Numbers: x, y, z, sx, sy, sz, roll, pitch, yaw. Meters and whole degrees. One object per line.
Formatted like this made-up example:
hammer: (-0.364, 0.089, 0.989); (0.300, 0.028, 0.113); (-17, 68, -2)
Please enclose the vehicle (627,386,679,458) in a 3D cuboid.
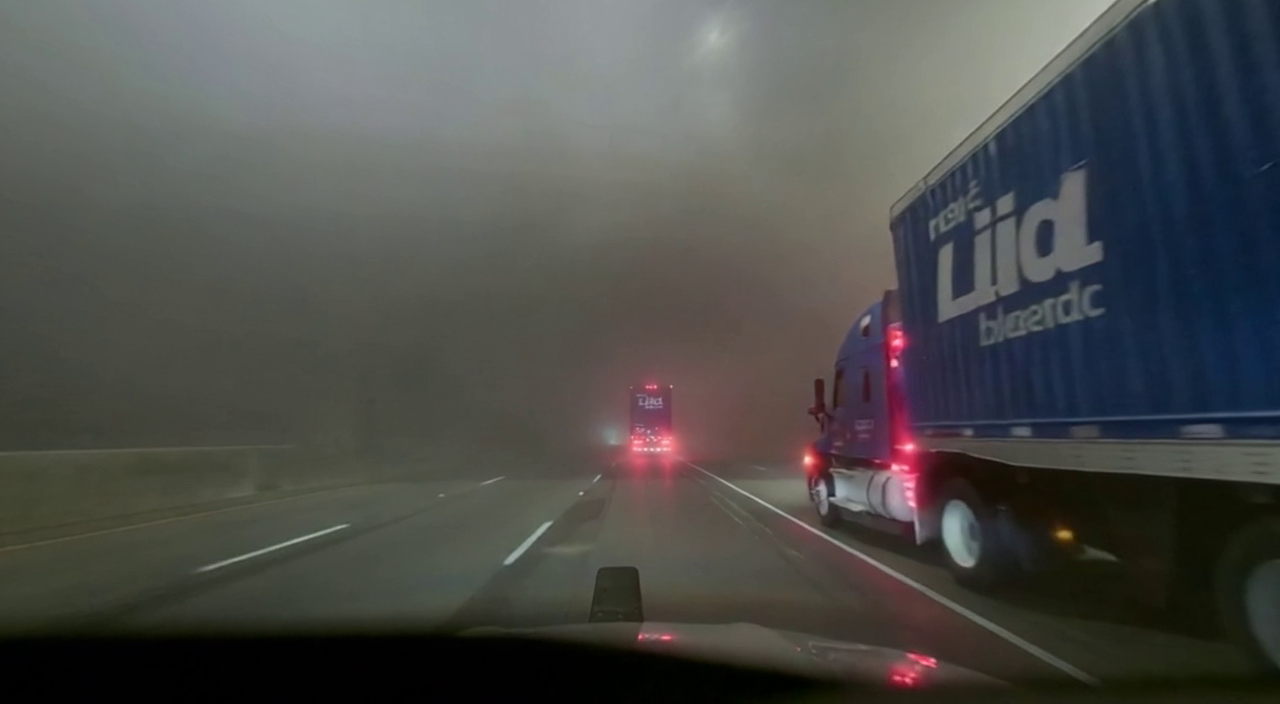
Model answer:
vehicle: (0.777, 5.112, 44.388); (3.034, 4.194, 14.704); (0, -8, 0)
